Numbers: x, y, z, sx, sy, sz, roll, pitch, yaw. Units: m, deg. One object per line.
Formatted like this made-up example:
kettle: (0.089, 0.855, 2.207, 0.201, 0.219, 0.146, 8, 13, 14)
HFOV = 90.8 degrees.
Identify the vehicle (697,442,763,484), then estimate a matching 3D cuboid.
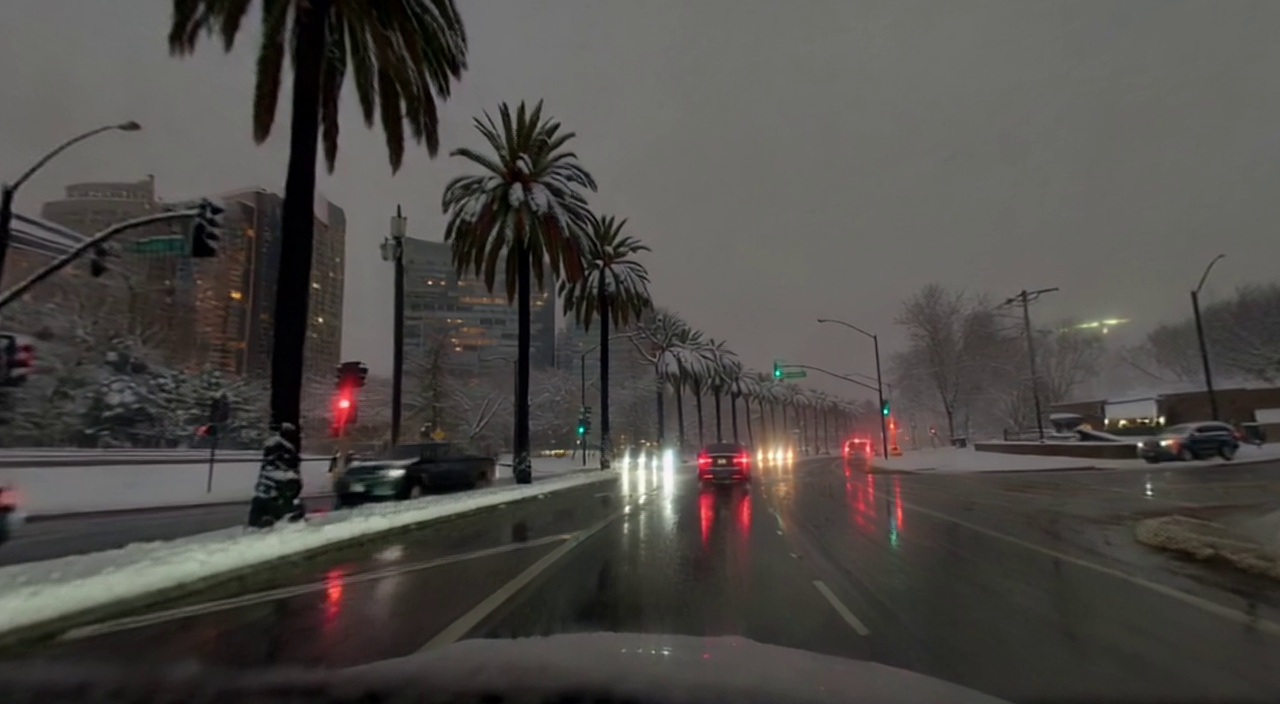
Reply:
vehicle: (3.600, 4.288, 24.716, 2.096, 1.492, 4.071, -2, -9, 14)

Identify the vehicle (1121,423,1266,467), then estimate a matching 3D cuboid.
vehicle: (25.195, 4.238, 28.865, 5.049, 1.861, 2.081, 1, -9, -9)

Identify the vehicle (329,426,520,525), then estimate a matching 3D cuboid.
vehicle: (-4.373, 2.571, 13.727, 2.013, 1.746, 4.366, -2, -9, 10)
